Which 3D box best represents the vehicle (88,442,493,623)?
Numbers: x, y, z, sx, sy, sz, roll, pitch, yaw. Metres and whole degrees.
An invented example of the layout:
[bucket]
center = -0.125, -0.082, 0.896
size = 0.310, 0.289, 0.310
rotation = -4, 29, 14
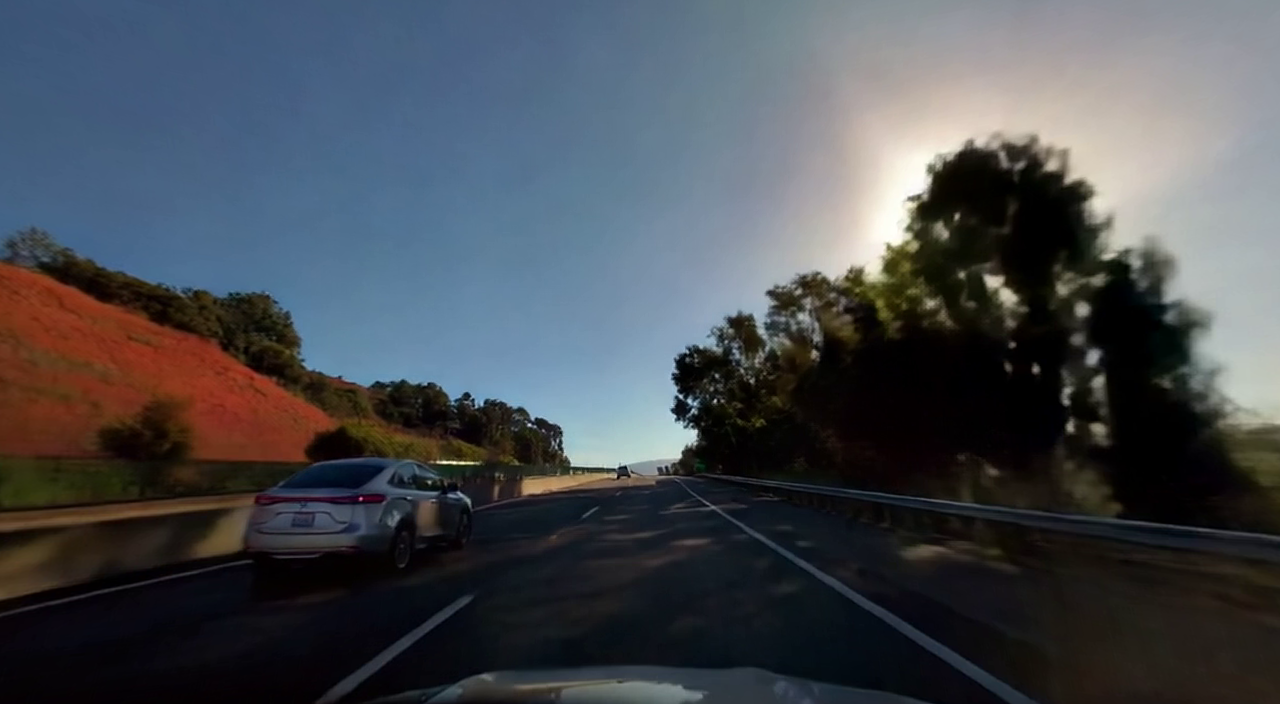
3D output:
[vehicle]
center = -3.607, 2.012, 7.997
size = 2.135, 1.506, 5.041
rotation = 0, -10, 1
